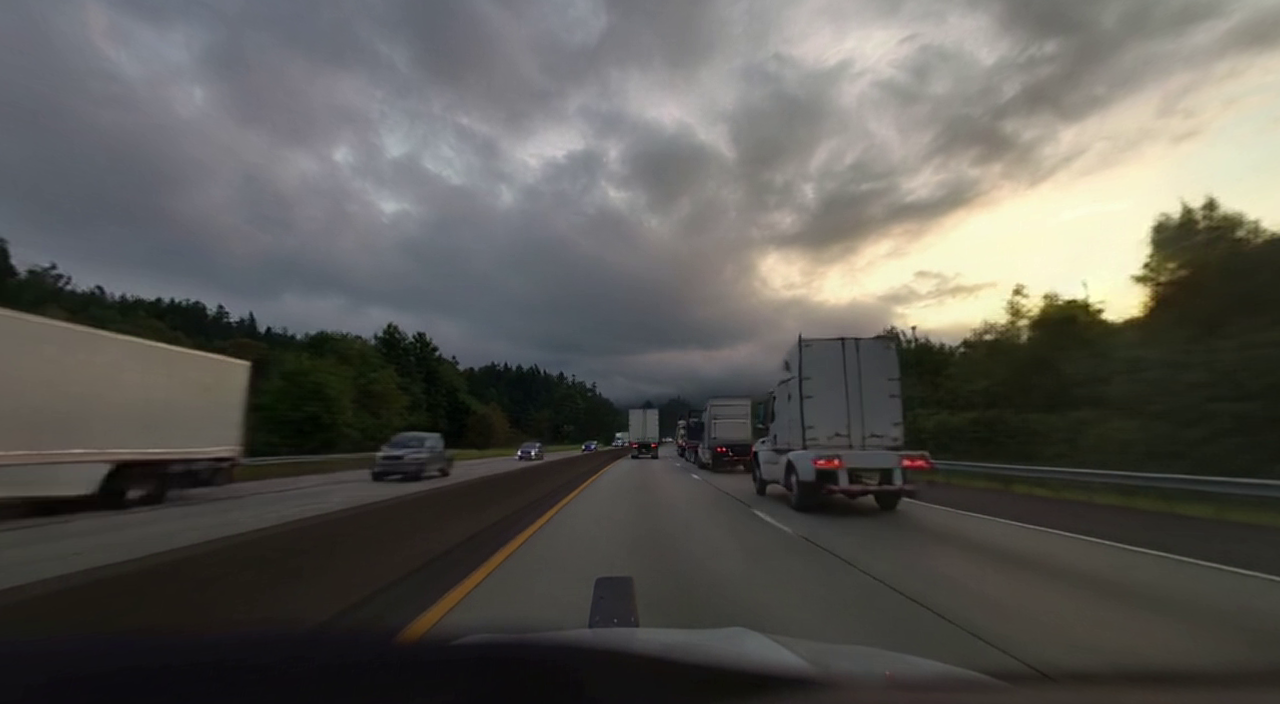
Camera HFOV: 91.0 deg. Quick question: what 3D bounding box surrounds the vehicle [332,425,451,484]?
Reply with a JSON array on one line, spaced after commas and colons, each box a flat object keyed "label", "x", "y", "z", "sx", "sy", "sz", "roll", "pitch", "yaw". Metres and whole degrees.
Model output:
[{"label": "vehicle", "x": -8.712, "y": 3.634, "z": 22.641, "sx": 2.294, "sy": 1.856, "sz": 4.734, "roll": 0, "pitch": -8, "yaw": 0}]

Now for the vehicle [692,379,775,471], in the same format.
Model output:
[{"label": "vehicle", "x": 4.490, "y": 3.832, "z": 32.163, "sx": 2.860, "sy": 4.036, "sz": 8.586, "roll": 0, "pitch": -8, "yaw": 0}]

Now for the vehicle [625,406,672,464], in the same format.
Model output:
[{"label": "vehicle", "x": 0.454, "y": 5.277, "z": 39.747, "sx": 2.644, "sy": 3.247, "sz": 7.454, "roll": 0, "pitch": -8, "yaw": 0}]

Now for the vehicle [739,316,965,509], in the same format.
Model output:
[{"label": "vehicle", "x": 4.440, "y": 1.534, "z": 14.920, "sx": 2.956, "sy": 3.604, "sz": 6.277, "roll": 0, "pitch": -8, "yaw": -1}]

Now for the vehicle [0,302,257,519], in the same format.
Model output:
[{"label": "vehicle", "x": -13.160, "y": 1.174, "z": 12.134, "sx": 2.978, "sy": 3.924, "sz": 13.663, "roll": 0, "pitch": -8, "yaw": 0}]
